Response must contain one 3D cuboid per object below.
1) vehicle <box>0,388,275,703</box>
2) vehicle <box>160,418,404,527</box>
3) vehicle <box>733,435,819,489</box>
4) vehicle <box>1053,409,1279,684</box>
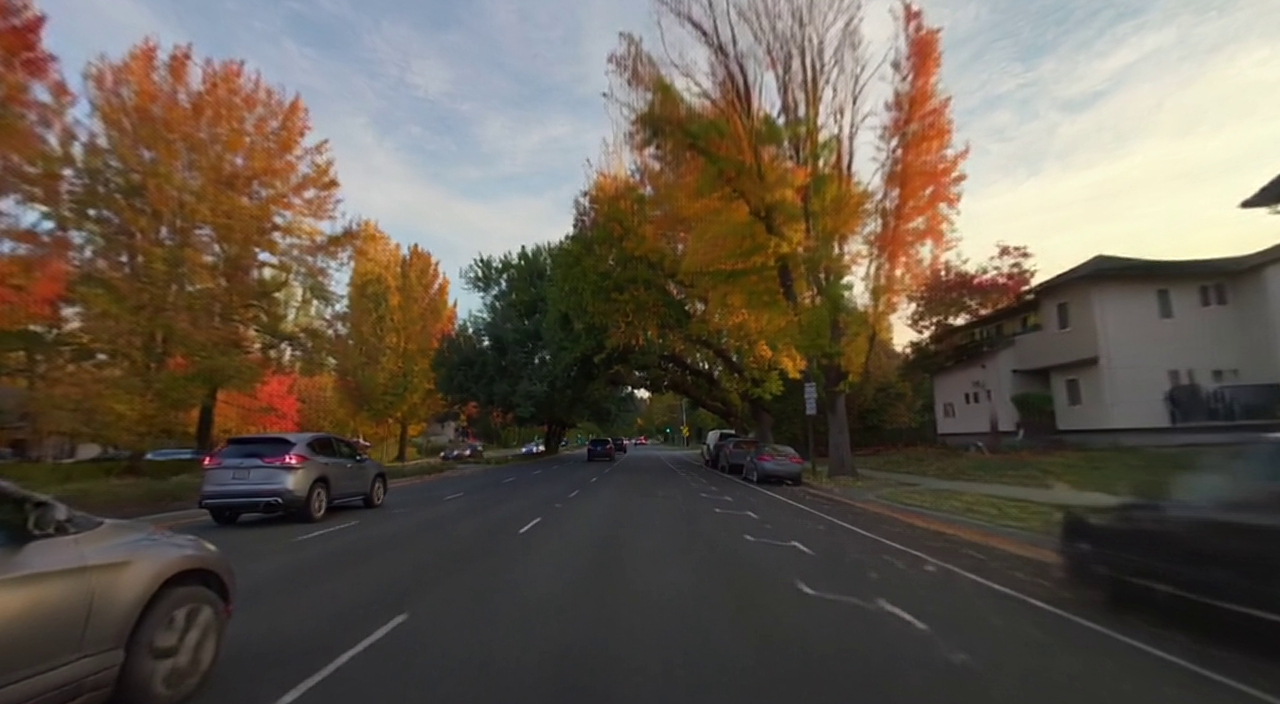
[{"bbox_3d":[-3.169,0.755,1.407,1.982,1.478,4.465,0,-8,0],"label":"vehicle"},{"bbox_3d":[-6.540,2.242,12.299,2.034,1.711,4.512,0,-8,1],"label":"vehicle"},{"bbox_3d":[4.654,3.815,22.206,1.950,1.668,4.414,1,-8,-1],"label":"vehicle"},{"bbox_3d":[4.753,1.117,3.446,1.934,1.612,4.477,0,-8,0],"label":"vehicle"}]
